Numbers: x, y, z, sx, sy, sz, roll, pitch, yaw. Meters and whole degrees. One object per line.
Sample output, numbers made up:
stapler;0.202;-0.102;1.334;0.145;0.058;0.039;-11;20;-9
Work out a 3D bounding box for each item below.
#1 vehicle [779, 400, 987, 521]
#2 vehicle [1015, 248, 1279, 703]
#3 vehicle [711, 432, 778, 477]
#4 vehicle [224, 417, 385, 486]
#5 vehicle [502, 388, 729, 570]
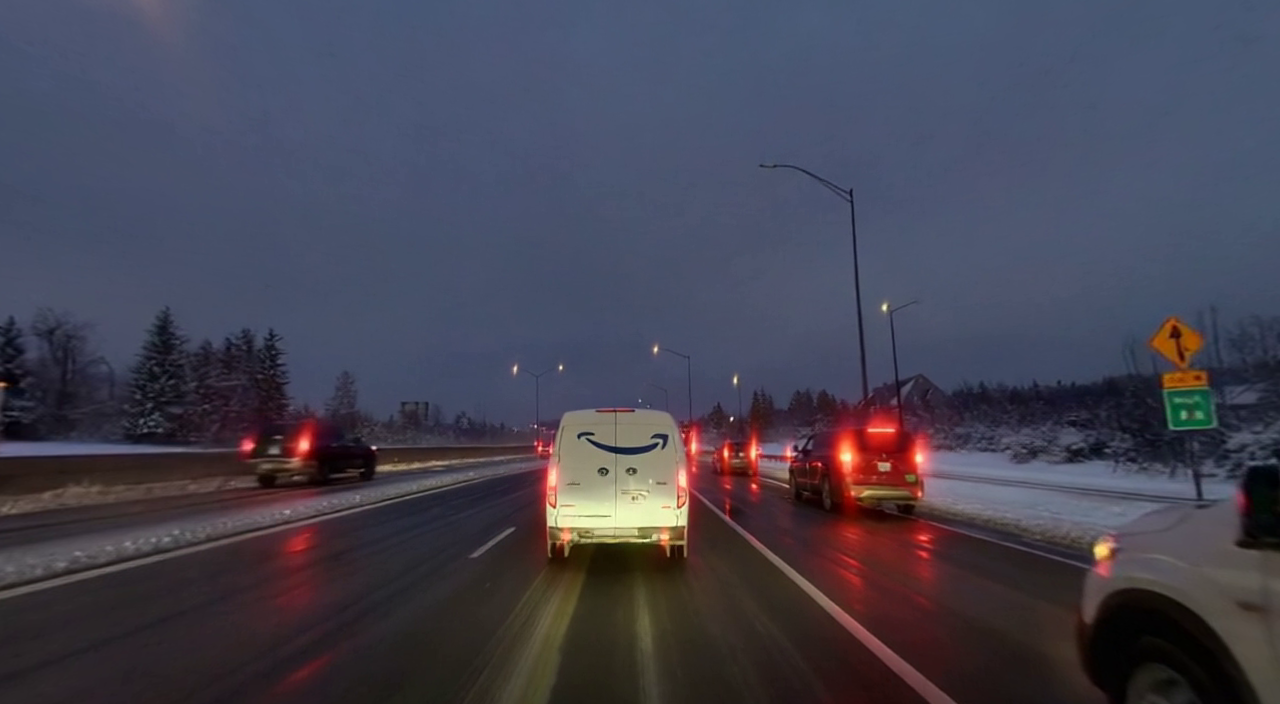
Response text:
vehicle;4.642;2.203;13.217;2.179;1.999;5.331;1;-8;-1
vehicle;3.094;0.451;0.565;2.341;1.890;5.144;0;-8;0
vehicle;4.299;4.293;26.586;2.064;1.720;4.416;0;-8;0
vehicle;-10.338;3.136;20.047;2.232;1.882;5.128;0;-8;0
vehicle;-0.217;1.610;8.639;2.287;1.823;4.369;0;-8;1
